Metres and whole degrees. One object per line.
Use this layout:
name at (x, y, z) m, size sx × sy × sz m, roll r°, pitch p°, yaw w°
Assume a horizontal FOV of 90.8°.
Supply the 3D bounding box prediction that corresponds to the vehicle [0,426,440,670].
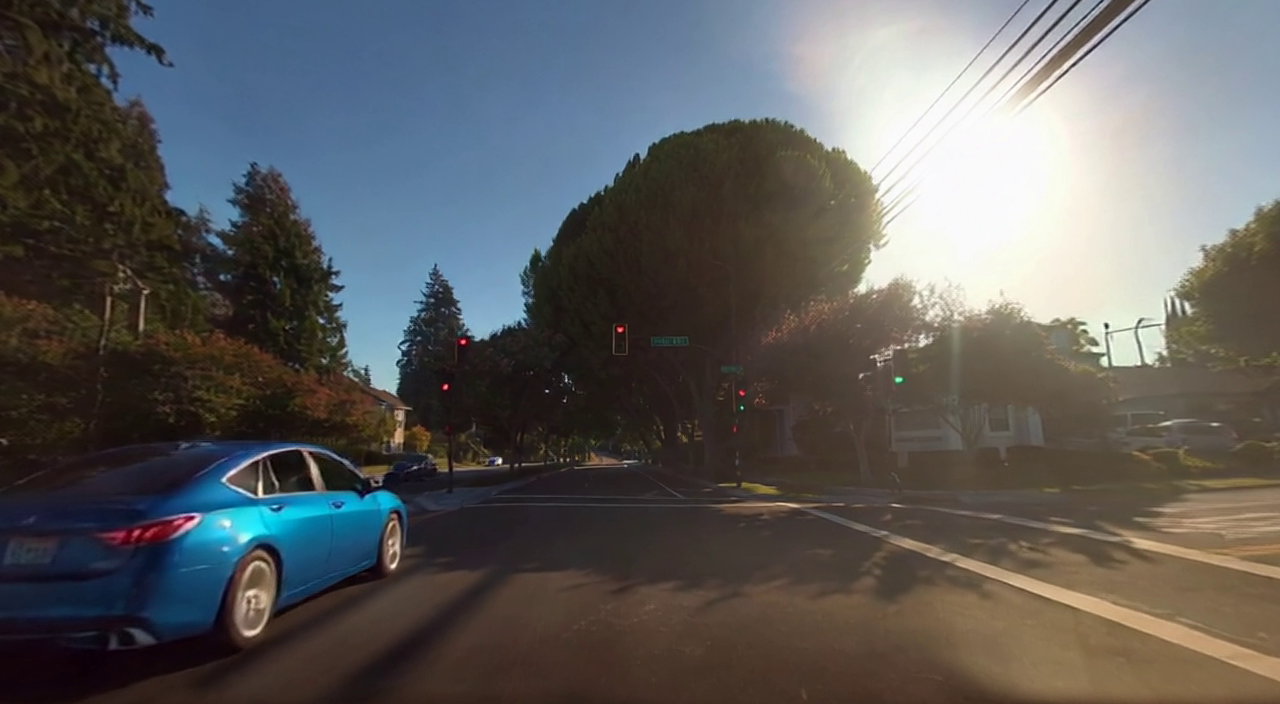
vehicle at (-3.724, 1.572, 6.273) m, size 1.980 × 1.508 × 4.502 m, roll 0°, pitch -9°, yaw 0°
